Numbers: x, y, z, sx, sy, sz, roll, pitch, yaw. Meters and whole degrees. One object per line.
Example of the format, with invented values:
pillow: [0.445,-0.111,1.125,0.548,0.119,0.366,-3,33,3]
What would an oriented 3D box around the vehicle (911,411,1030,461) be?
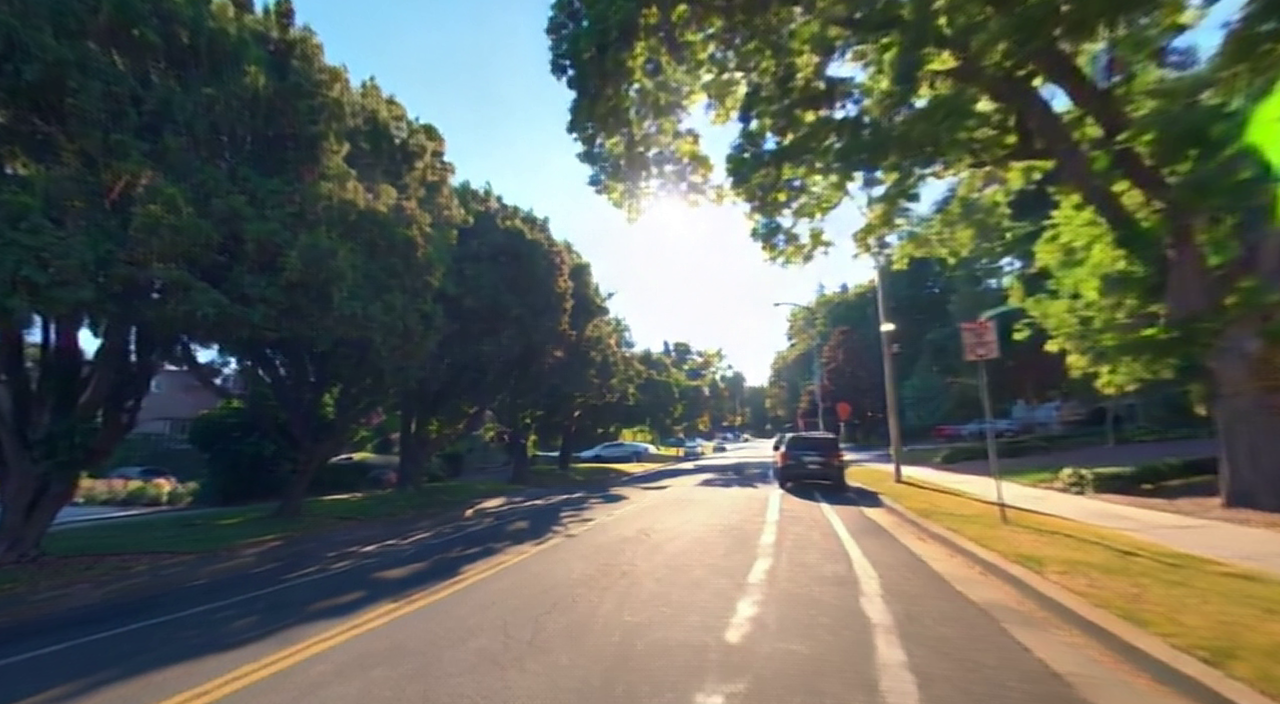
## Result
vehicle: [14.579,3.703,27.900,4.390,1.696,1.954,-4,-7,-19]

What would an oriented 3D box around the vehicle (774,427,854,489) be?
vehicle: [5.568,3.433,20.738,2.204,1.776,4.262,-2,-9,12]
